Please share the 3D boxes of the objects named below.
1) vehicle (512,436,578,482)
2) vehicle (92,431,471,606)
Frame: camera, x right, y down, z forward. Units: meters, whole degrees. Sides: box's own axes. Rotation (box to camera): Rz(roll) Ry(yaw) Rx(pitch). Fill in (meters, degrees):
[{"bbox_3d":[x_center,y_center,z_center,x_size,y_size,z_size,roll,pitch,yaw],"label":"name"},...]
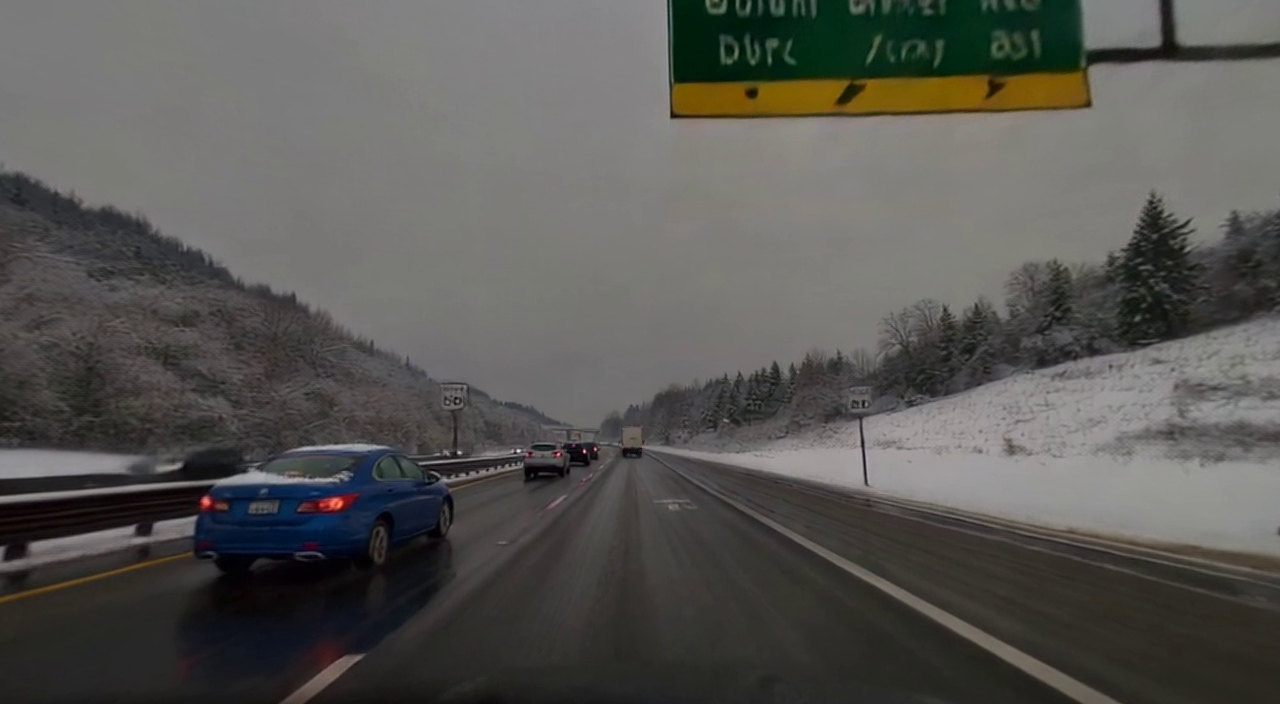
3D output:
[{"bbox_3d":[-3.848,4.412,26.230,2.073,1.694,4.162,-1,-9,0],"label":"vehicle"},{"bbox_3d":[-3.635,1.747,7.638,1.988,1.440,4.504,0,-9,-1],"label":"vehicle"}]
